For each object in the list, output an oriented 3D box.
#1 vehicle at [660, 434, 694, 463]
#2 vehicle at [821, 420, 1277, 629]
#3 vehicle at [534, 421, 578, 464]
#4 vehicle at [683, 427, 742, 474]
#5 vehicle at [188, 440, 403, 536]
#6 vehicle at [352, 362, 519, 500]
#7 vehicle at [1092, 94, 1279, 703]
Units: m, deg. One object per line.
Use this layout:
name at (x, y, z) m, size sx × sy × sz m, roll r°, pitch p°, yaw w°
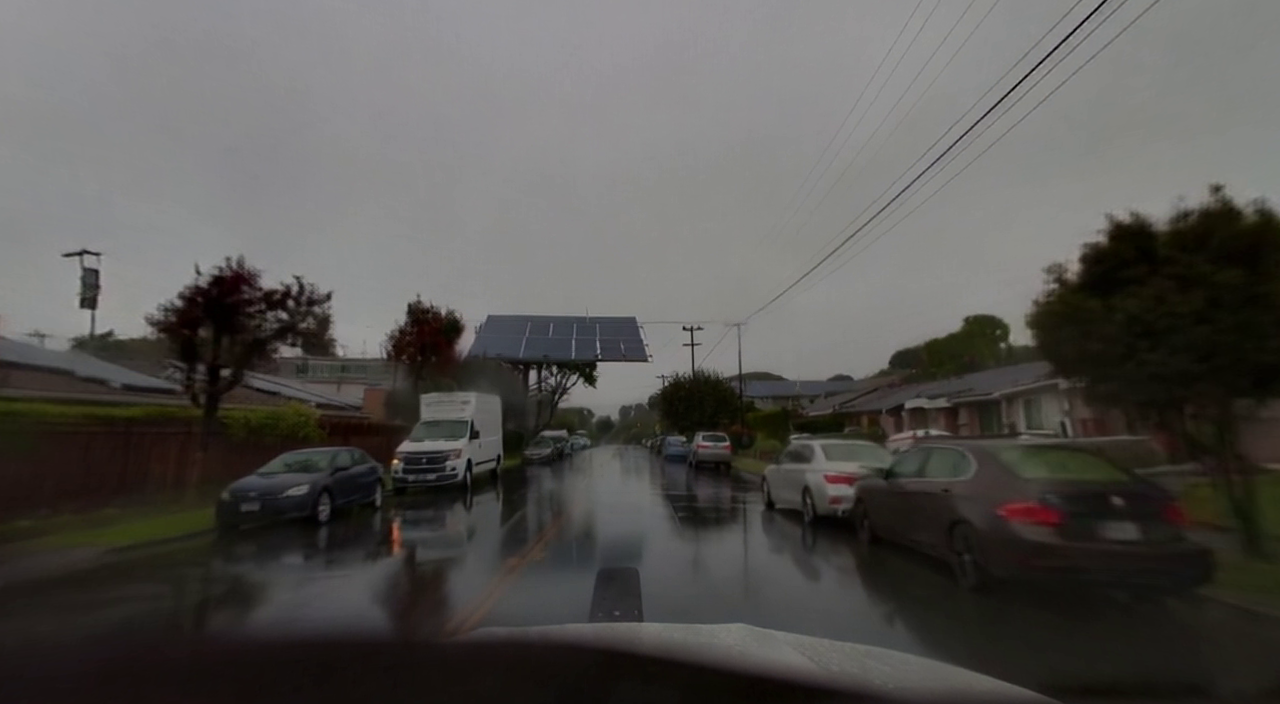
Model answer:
vehicle at (2.416, 6.438, 42.164) m, size 1.918 × 1.815 × 4.400 m, roll 0°, pitch -8°, yaw -1°
vehicle at (3.554, 1.517, 6.705) m, size 1.867 × 1.470 × 4.312 m, roll 0°, pitch -8°, yaw -2°
vehicle at (-5.837, 6.339, 44.134) m, size 2.408 × 2.782 × 3.837 m, roll -3°, pitch -8°, yaw 0°
vehicle at (3.041, 4.226, 27.335) m, size 1.965 × 1.855 × 4.677 m, roll 0°, pitch -8°, yaw -1°
vehicle at (-6.255, 2.448, 12.104) m, size 1.921 × 1.470 × 4.068 m, roll 0°, pitch -8°, yaw -2°
vehicle at (-6.176, 2.617, 20.761) m, size 2.896 × 3.648 × 8.004 m, roll 0°, pitch -8°, yaw -1°
vehicle at (3.428, 0.137, 0.762) m, size 2.215 × 2.542 × 4.550 m, roll -2°, pitch -7°, yaw 0°
